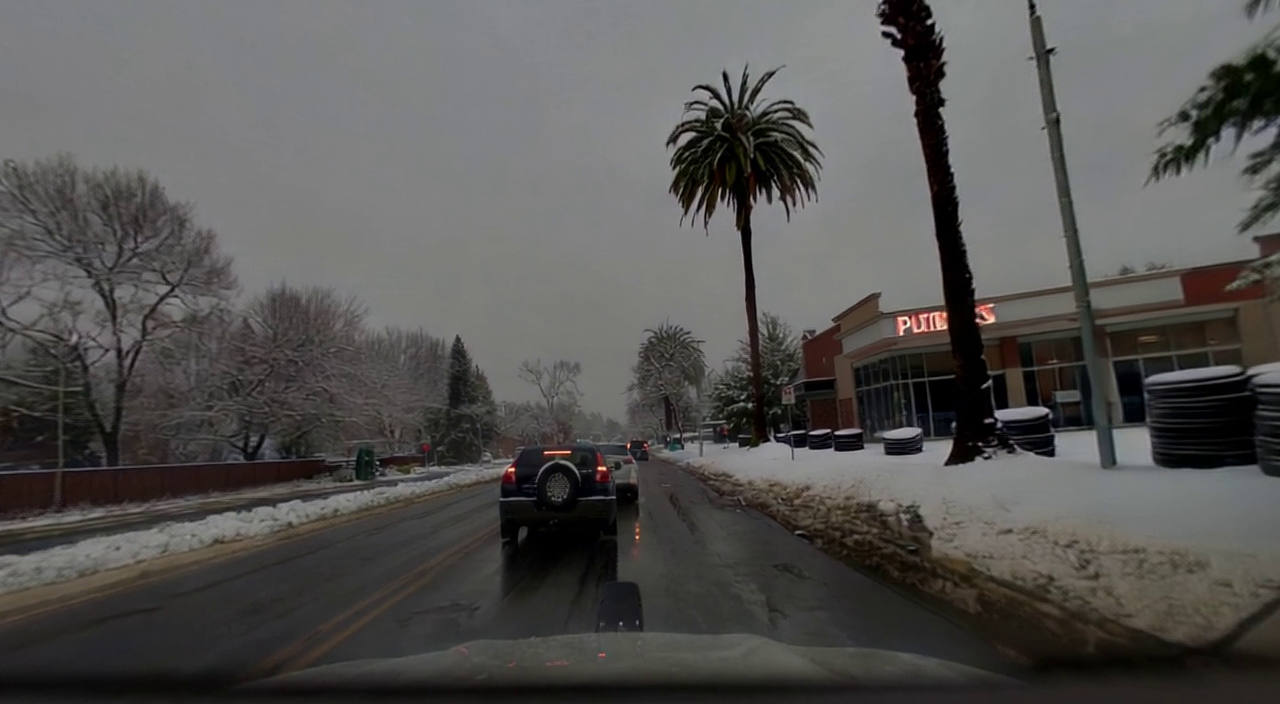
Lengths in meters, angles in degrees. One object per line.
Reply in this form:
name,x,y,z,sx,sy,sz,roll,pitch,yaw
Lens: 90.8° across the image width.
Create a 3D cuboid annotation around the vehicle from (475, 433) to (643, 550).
vehicle,-1.098,2.127,10.306,2.169,1.495,4.048,0,-8,-1
